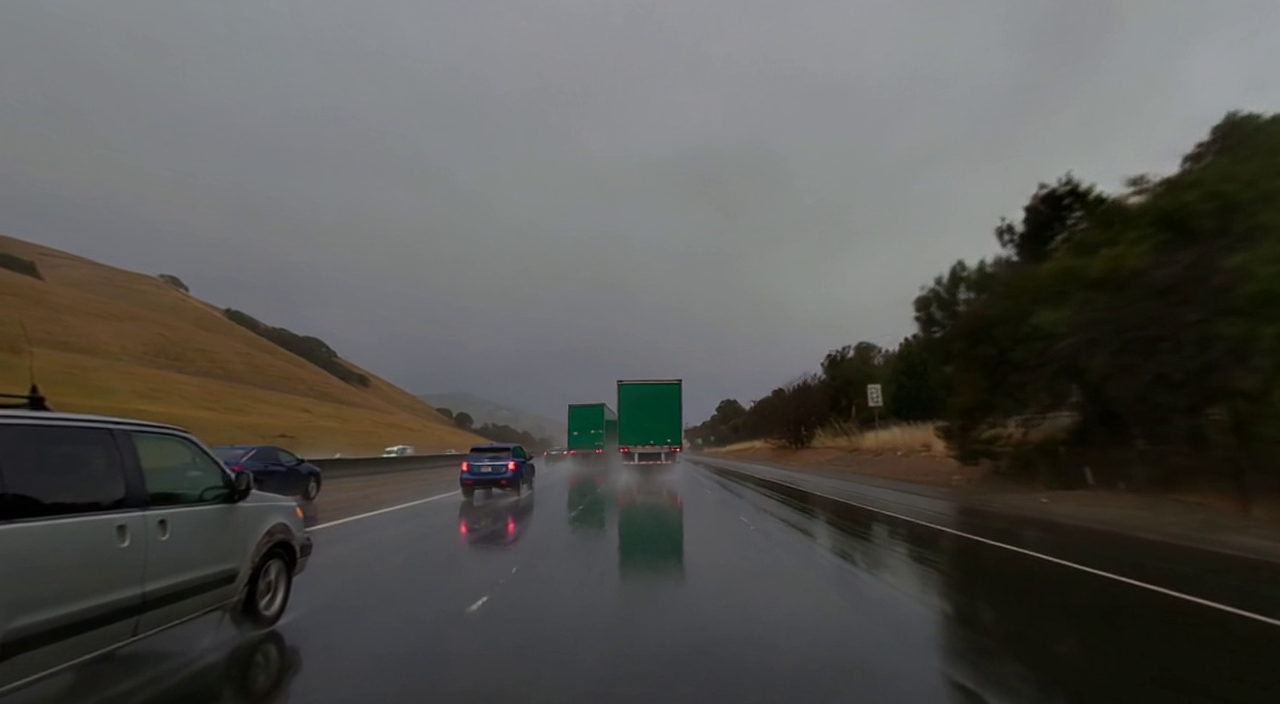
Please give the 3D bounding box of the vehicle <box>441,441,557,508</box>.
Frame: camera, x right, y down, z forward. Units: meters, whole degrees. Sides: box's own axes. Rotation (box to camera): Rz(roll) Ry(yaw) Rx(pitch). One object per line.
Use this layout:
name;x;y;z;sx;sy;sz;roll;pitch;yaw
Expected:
vehicle;-3.359;2.982;15.929;1.950;1.446;4.224;0;-8;0

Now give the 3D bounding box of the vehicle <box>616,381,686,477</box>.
vehicle;0.617;4.002;31.860;2.913;3.988;10.874;0;-8;2

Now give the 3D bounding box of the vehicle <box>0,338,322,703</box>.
vehicle;-3.783;0.852;2.773;2.136;1.779;4.875;0;-8;1
